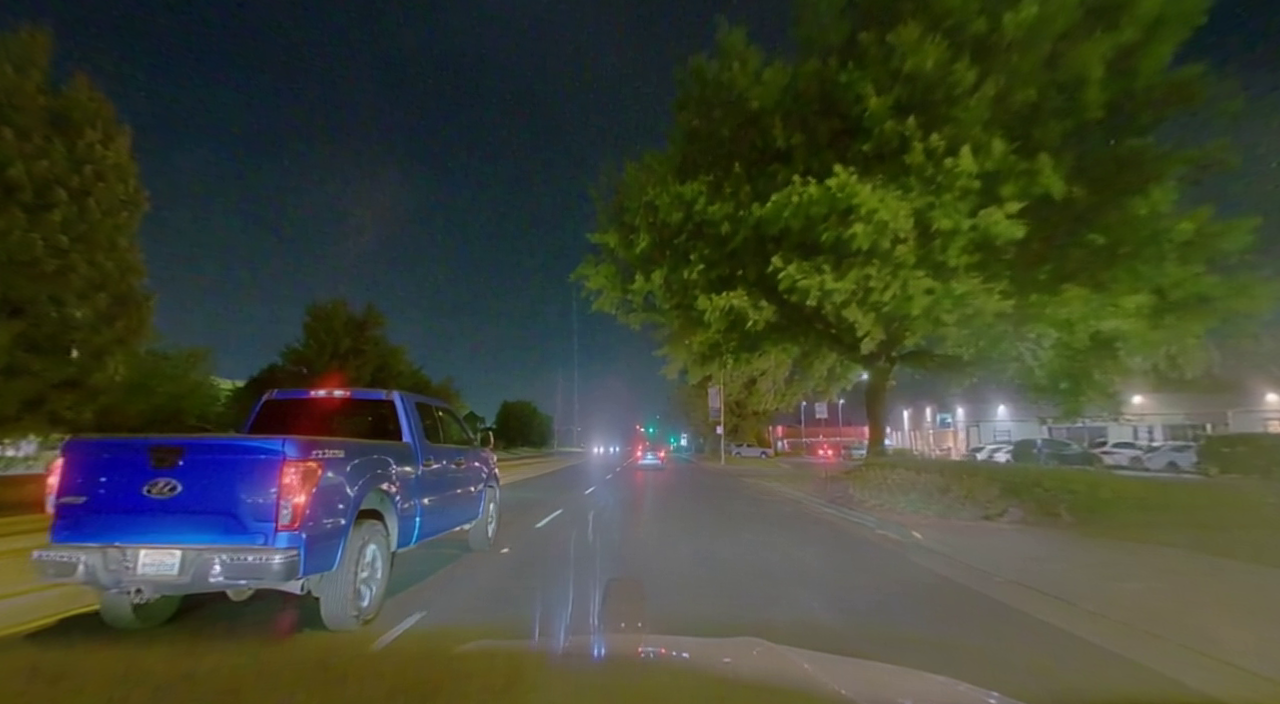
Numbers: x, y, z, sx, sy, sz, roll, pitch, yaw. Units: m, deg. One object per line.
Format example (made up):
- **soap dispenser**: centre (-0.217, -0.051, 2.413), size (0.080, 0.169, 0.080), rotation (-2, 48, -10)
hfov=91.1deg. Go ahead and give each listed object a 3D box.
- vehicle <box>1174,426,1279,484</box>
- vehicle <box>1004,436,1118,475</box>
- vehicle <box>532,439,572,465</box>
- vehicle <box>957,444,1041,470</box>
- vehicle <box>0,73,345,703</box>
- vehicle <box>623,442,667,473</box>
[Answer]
- **vehicle**: centre (21.915, 3.555, 21.757), size (4.957, 1.882, 2.031), rotation (-6, -10, 38)
- **vehicle**: centre (20.913, 5.141, 31.424), size (4.501, 1.780, 2.082), rotation (-5, -9, 30)
- **vehicle**: centre (-6.524, 7.498, 47.197), size (2.146, 1.788, 5.153), rotation (0, -8, 2)
- **vehicle**: centre (22.682, 6.609, 39.728), size (4.437, 1.485, 2.027), rotation (-4, -9, 32)
- **vehicle**: centre (-3.431, 0.290, 1.430), size (2.733, 2.495, 5.037), rotation (0, -8, 4)
- **vehicle**: centre (0.294, 5.624, 33.884), size (2.191, 1.530, 4.470), rotation (0, -8, 1)
